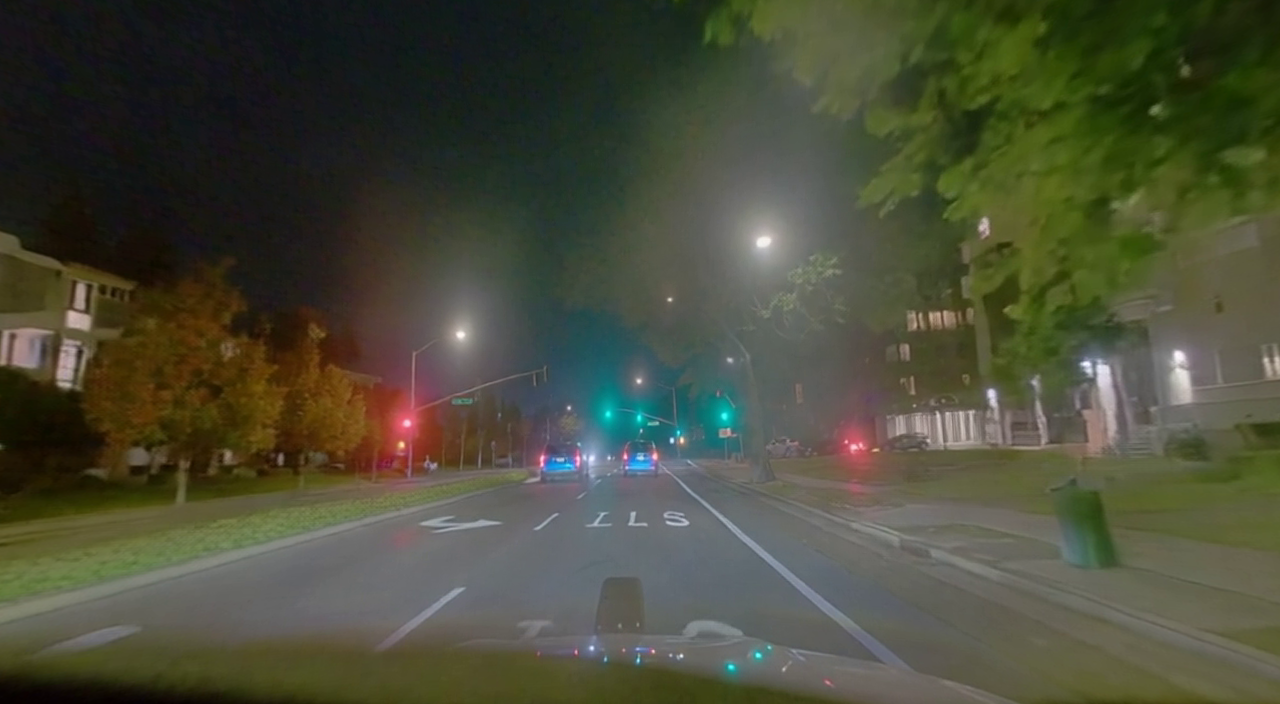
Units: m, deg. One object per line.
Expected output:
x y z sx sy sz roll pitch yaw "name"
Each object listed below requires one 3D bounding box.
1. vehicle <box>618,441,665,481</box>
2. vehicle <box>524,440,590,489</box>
-0.014 5.233 30.624 2.088 1.735 4.801 0 -9 -2 "vehicle"
-3.207 4.455 25.320 2.097 1.755 4.336 0 -9 0 "vehicle"
